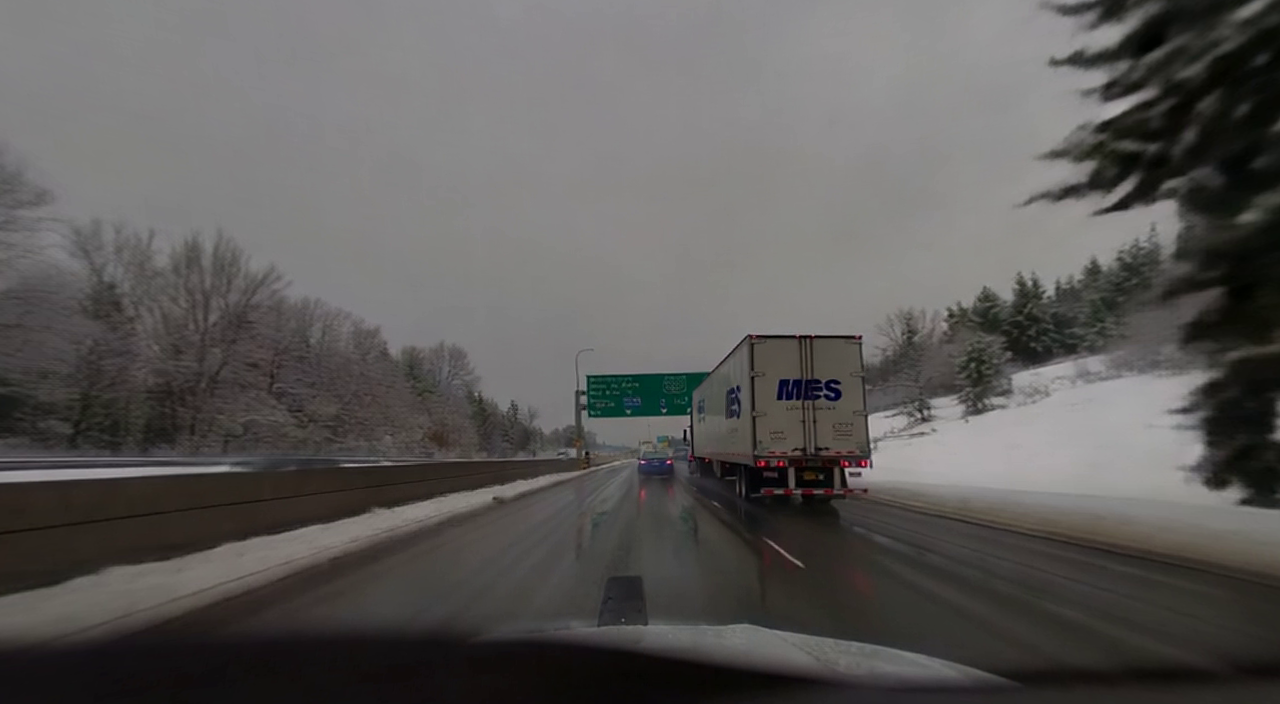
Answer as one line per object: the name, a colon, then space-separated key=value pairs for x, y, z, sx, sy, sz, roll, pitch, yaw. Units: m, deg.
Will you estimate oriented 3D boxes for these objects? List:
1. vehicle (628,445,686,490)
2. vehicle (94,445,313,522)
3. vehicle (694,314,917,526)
vehicle: x=0.605 y=4.519 z=25.027 sx=2.121 sy=1.642 sz=3.828 roll=0 pitch=-9 yaw=-1
vehicle: x=-9.689 y=2.911 z=14.531 sx=1.912 sy=1.502 sz=4.283 roll=0 pitch=-9 yaw=1
vehicle: x=3.758 y=2.338 z=19.283 sx=3.002 sy=4.104 sz=14.174 roll=0 pitch=-9 yaw=0
